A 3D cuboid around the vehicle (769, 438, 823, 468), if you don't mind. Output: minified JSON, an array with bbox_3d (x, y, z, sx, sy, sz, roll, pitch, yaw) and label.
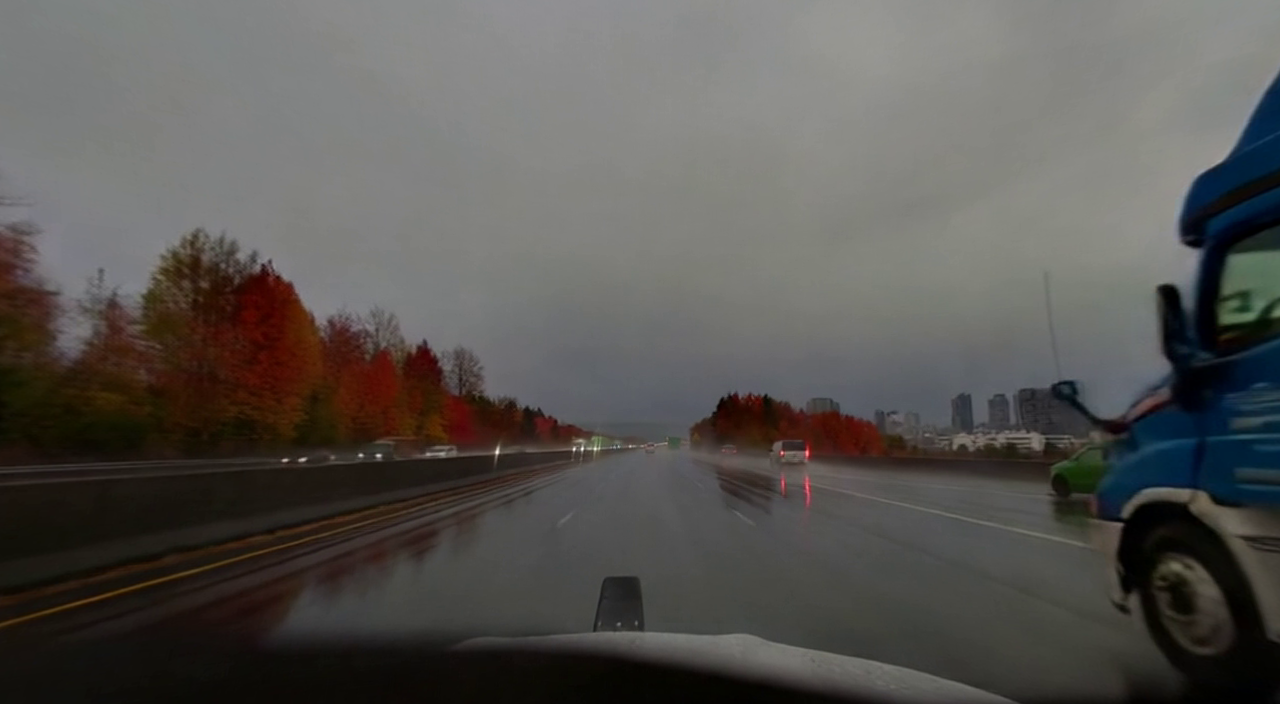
[{"bbox_3d":[10.102,6.584,40.950,2.034,1.770,4.637,0,-9,-4],"label":"vehicle"}]

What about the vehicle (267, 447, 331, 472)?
[{"bbox_3d":[-22.501,7.086,41.507,1.881,1.500,4.069,-1,-9,1],"label":"vehicle"}]

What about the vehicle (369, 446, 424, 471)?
[{"bbox_3d":[-15.435,6.762,39.968,1.805,1.517,3.947,-1,-9,1],"label":"vehicle"}]

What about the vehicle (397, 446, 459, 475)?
[{"bbox_3d":[-11.688,5.997,34.805,1.874,1.489,4.402,0,-9,0],"label":"vehicle"}]
